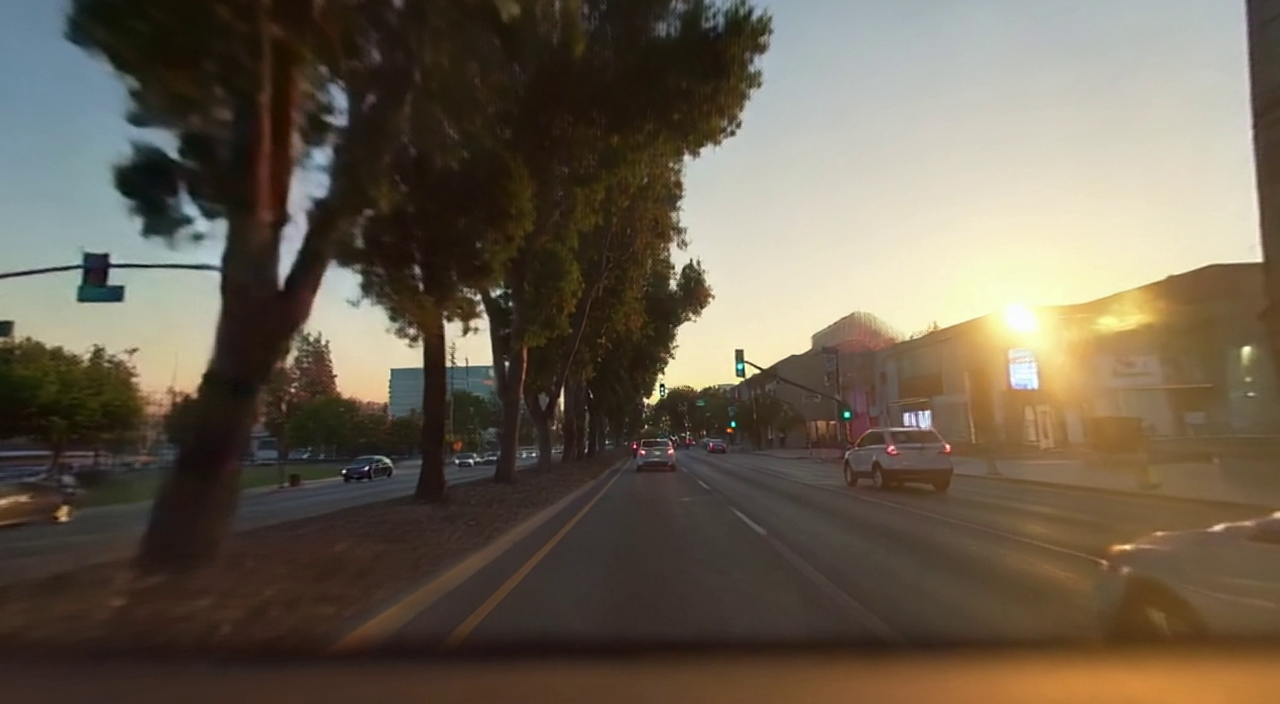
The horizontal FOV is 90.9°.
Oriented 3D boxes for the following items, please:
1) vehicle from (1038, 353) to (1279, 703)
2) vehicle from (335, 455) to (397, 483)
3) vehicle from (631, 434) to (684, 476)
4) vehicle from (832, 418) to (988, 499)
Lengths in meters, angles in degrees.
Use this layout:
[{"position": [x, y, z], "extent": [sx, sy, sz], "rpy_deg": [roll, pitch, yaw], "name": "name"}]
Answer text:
[{"position": [3.196, 0.642, 1.086], "extent": [1.931, 1.591, 4.708], "rpy_deg": [0, -8, 0], "name": "vehicle"}, {"position": [-18.068, 7.721, 41.845], "extent": [1.947, 1.609, 4.589], "rpy_deg": [0, -8, 1], "name": "vehicle"}, {"position": [0.720, 4.447, 27.468], "extent": [2.125, 1.669, 3.880], "rpy_deg": [0, -8, 0], "name": "vehicle"}, {"position": [6.794, 2.740, 16.571], "extent": [1.963, 1.783, 4.722], "rpy_deg": [0, -8, 0], "name": "vehicle"}]
